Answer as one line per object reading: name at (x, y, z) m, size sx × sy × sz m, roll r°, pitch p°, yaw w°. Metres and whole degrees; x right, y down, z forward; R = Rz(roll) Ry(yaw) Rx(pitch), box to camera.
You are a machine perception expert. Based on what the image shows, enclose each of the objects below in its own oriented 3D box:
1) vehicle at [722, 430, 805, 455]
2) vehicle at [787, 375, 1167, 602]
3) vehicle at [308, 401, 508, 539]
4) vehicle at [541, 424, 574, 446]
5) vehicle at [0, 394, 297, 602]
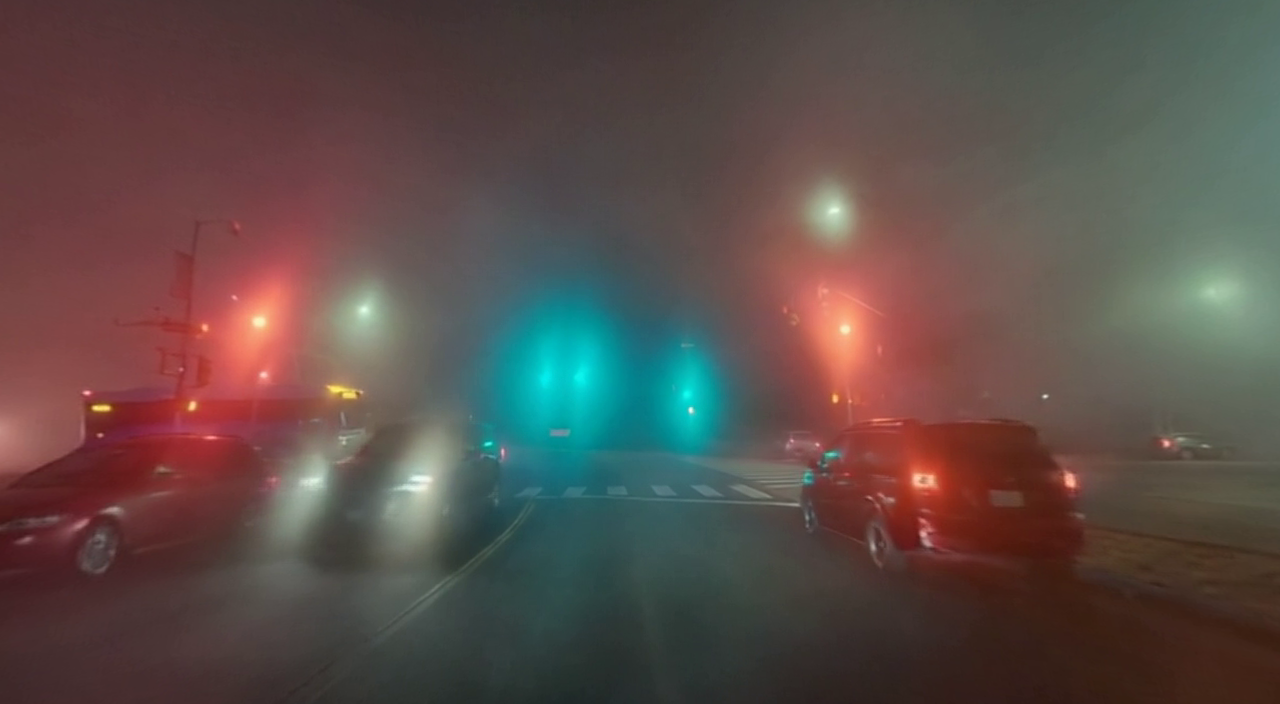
vehicle at (7.103, 5.266, 36.737) m, size 4.451 × 1.422 × 1.744 m, roll 0°, pitch -8°, yaw 0°
vehicle at (3.437, 1.503, 7.834) m, size 2.052 × 1.929 × 4.747 m, roll 0°, pitch -8°, yaw 0°
vehicle at (-3.610, 1.923, 10.955) m, size 2.148 × 1.818 × 4.791 m, roll 1°, pitch -8°, yaw -7°
vehicle at (-5.951, 6.066, 45.958) m, size 1.799 × 1.468 × 3.693 m, roll 0°, pitch -8°, yaw 1°
vehicle at (-6.696, 1.675, 7.894) m, size 2.132 × 1.801 × 4.885 m, roll -3°, pitch -8°, yaw -1°
